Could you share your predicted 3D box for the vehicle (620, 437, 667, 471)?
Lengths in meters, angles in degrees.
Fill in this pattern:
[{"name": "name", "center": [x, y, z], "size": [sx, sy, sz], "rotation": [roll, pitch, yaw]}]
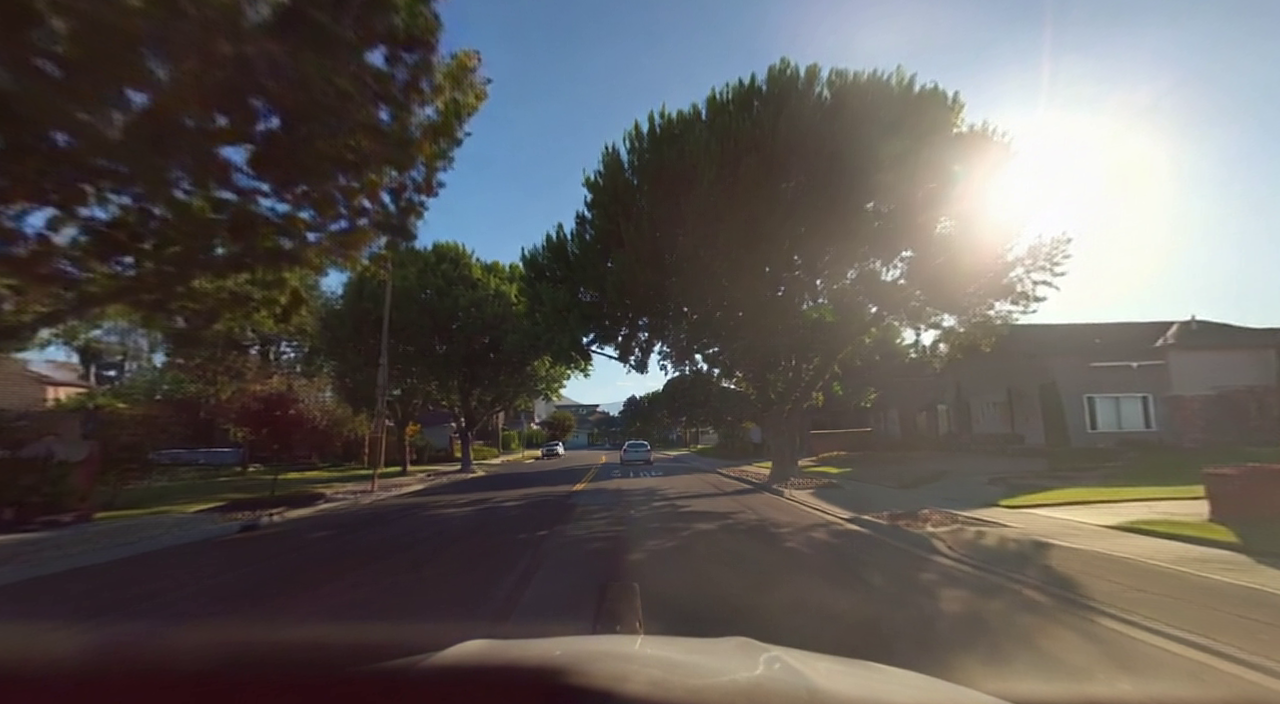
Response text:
[{"name": "vehicle", "center": [0.130, 4.801, 29.812], "size": [2.043, 1.484, 4.340], "rotation": [0, -8, -1]}]
